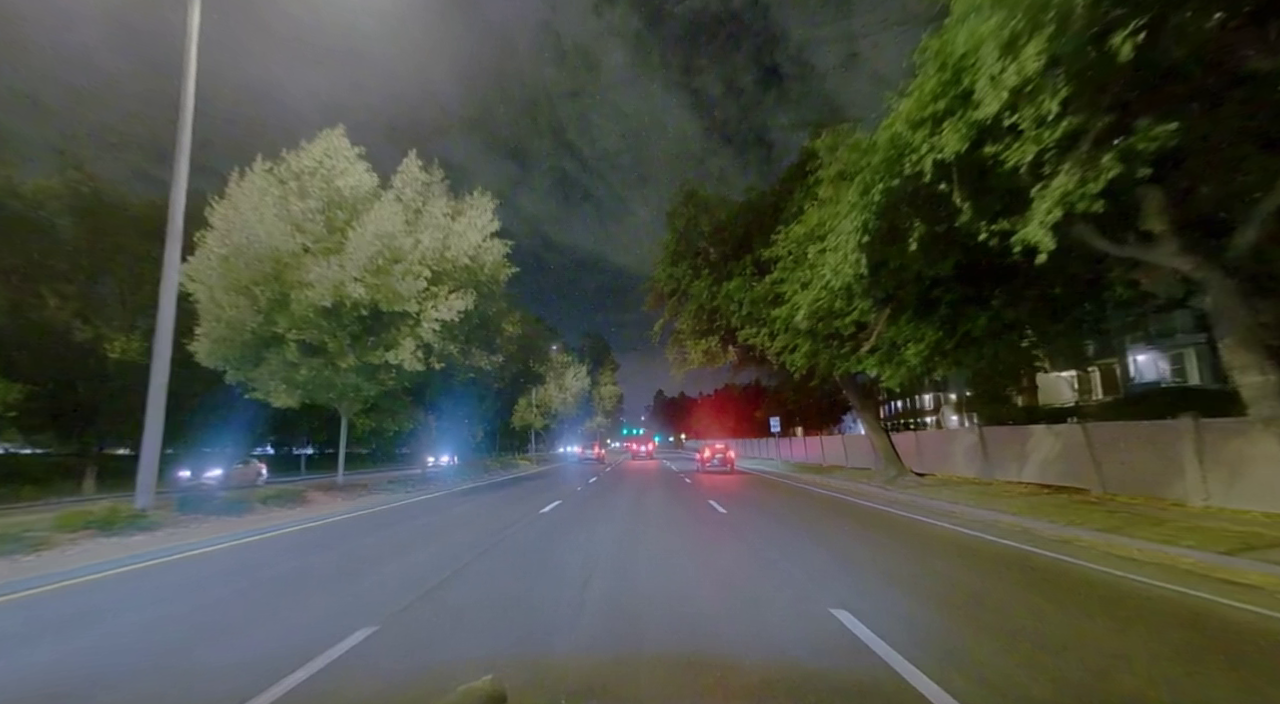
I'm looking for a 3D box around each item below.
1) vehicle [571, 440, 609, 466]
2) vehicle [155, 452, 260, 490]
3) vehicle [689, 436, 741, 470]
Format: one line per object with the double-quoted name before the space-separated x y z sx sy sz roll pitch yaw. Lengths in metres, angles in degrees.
"vehicle" -3.051 6.228 38.988 1.940 1.473 4.133 0 -8 1
"vehicle" -20.802 5.720 30.594 1.902 1.640 4.496 0 -8 0
"vehicle" 3.925 5.373 33.658 2.182 1.688 4.187 0 -8 -1
